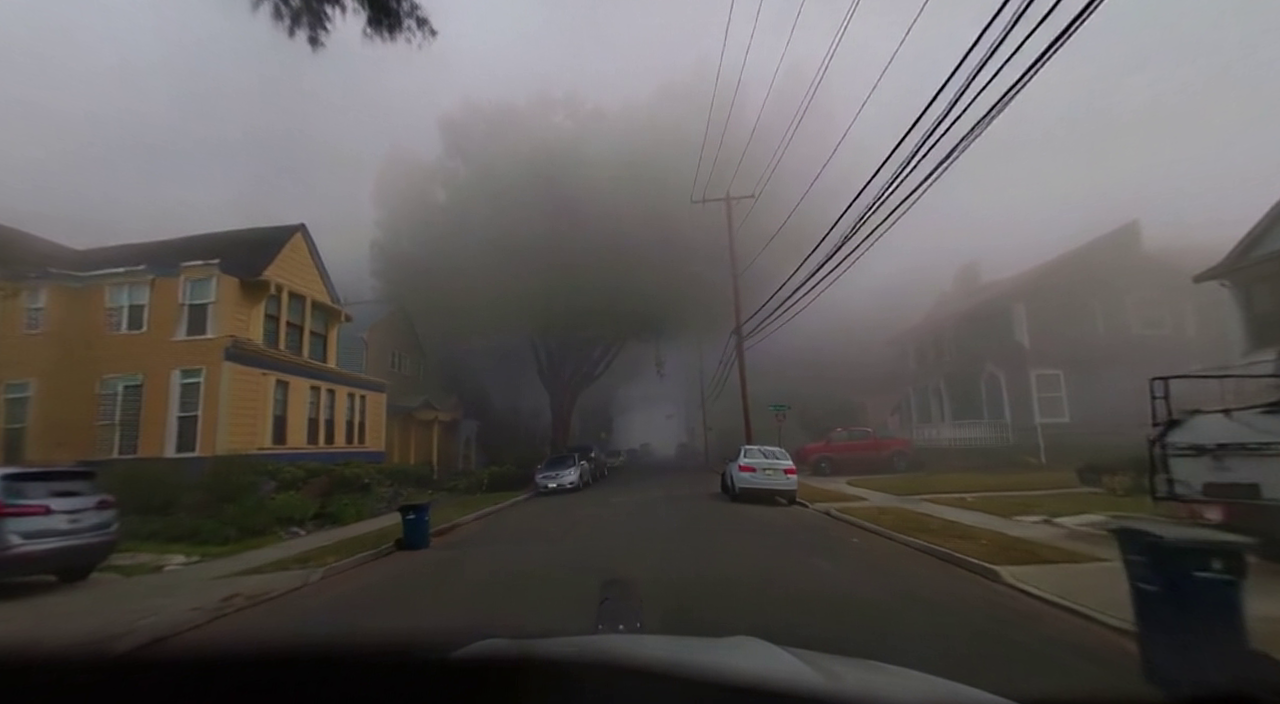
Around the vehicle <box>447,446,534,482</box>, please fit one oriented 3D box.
[{"bbox_3d":[-8.080,6.045,34.420,4.088,1.779,2.109,-1,-6,5],"label":"vehicle"}]

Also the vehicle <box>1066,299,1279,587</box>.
[{"bbox_3d":[7.541,0.765,5.519,5.974,2.066,2.152,0,-7,2],"label":"vehicle"}]

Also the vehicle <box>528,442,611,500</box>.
[{"bbox_3d":[-2.588,4.509,24.497,2.204,1.655,4.813,-9,-8,2],"label":"vehicle"}]

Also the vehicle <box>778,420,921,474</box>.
[{"bbox_3d":[8.793,4.033,26.958,5.274,2.170,2.205,0,-8,0],"label":"vehicle"}]

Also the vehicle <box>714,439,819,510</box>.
[{"bbox_3d":[3.297,3.239,17.411,2.043,1.631,4.613,-1,-7,2],"label":"vehicle"}]

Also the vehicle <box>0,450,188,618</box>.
[{"bbox_3d":[-8.919,2.216,8.247,4.432,1.739,2.097,0,-6,2],"label":"vehicle"}]
